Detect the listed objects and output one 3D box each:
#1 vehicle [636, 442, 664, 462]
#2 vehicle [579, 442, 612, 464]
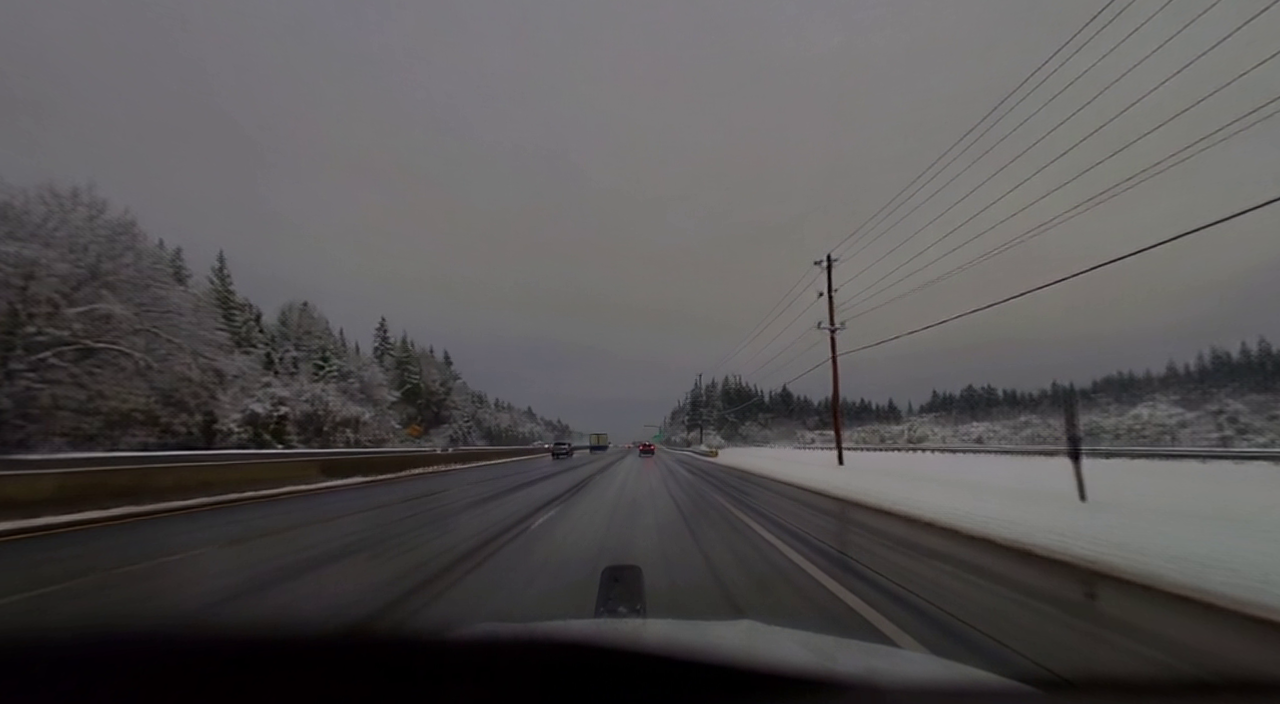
[{"bbox_3d":[0.725,7.650,48.066,2.057,1.453,3.926,0,-8,0],"label":"vehicle"},{"bbox_3d":[-3.201,7.393,46.150,2.046,1.478,4.111,0,-8,1],"label":"vehicle"}]
